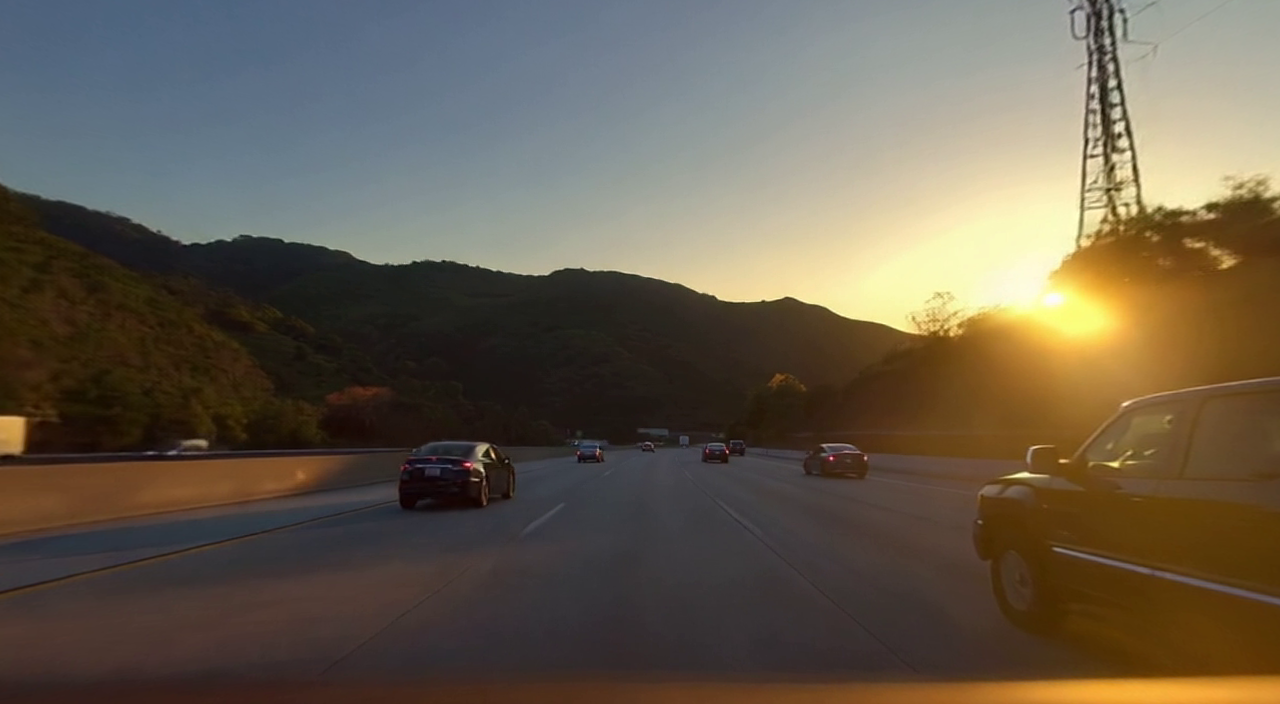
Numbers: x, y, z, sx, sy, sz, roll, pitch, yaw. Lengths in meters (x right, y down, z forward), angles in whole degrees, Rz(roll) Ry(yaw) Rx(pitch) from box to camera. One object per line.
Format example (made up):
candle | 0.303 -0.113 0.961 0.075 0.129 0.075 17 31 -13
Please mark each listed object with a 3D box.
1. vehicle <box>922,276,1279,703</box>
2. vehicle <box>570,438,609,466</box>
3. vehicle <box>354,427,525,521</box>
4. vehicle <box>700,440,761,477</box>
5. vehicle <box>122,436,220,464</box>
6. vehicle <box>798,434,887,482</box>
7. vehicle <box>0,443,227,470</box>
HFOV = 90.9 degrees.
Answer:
vehicle | 3.400 0.735 2.607 2.098 1.925 5.171 0 -8 1
vehicle | -3.255 6.529 41.376 2.021 1.679 4.310 -1 -8 2
vehicle | -3.981 2.509 13.530 2.113 1.636 4.494 0 -8 1
vehicle | 3.917 4.702 28.134 2.046 1.471 4.333 0 -8 0
vehicle | -33.686 7.058 45.601 2.267 1.855 6.107 -1 -9 2
vehicle | 7.661 4.050 24.359 1.986 1.633 4.430 0 -8 0
vehicle | -38.397 7.356 45.518 3.105 1.561 20.556 -1 -8 2
